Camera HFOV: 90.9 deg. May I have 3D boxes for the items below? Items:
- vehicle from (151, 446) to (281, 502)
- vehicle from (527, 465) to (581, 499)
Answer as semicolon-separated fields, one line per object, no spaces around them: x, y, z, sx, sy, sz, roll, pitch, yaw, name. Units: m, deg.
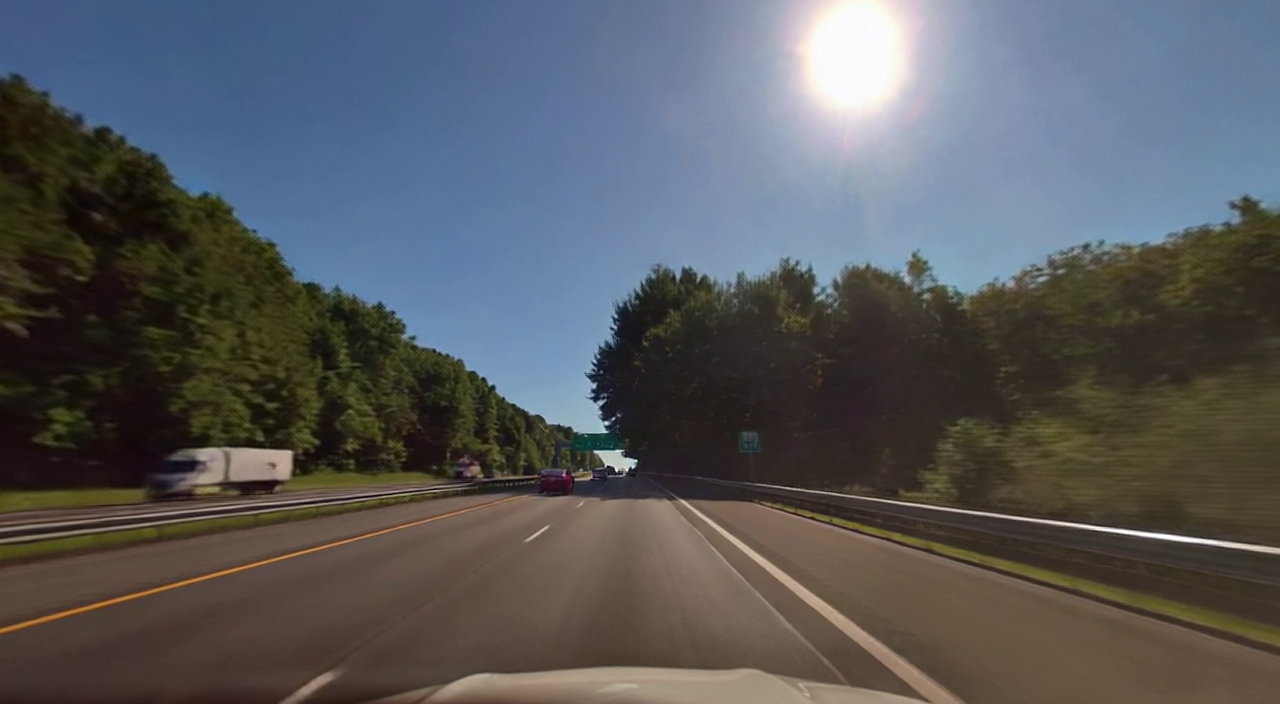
-24.530;7.134;37.018;2.603;2.942;6.912;1;-11;1;vehicle
-4.157;6.363;31.059;1.995;1.467;4.467;1;-11;0;vehicle
